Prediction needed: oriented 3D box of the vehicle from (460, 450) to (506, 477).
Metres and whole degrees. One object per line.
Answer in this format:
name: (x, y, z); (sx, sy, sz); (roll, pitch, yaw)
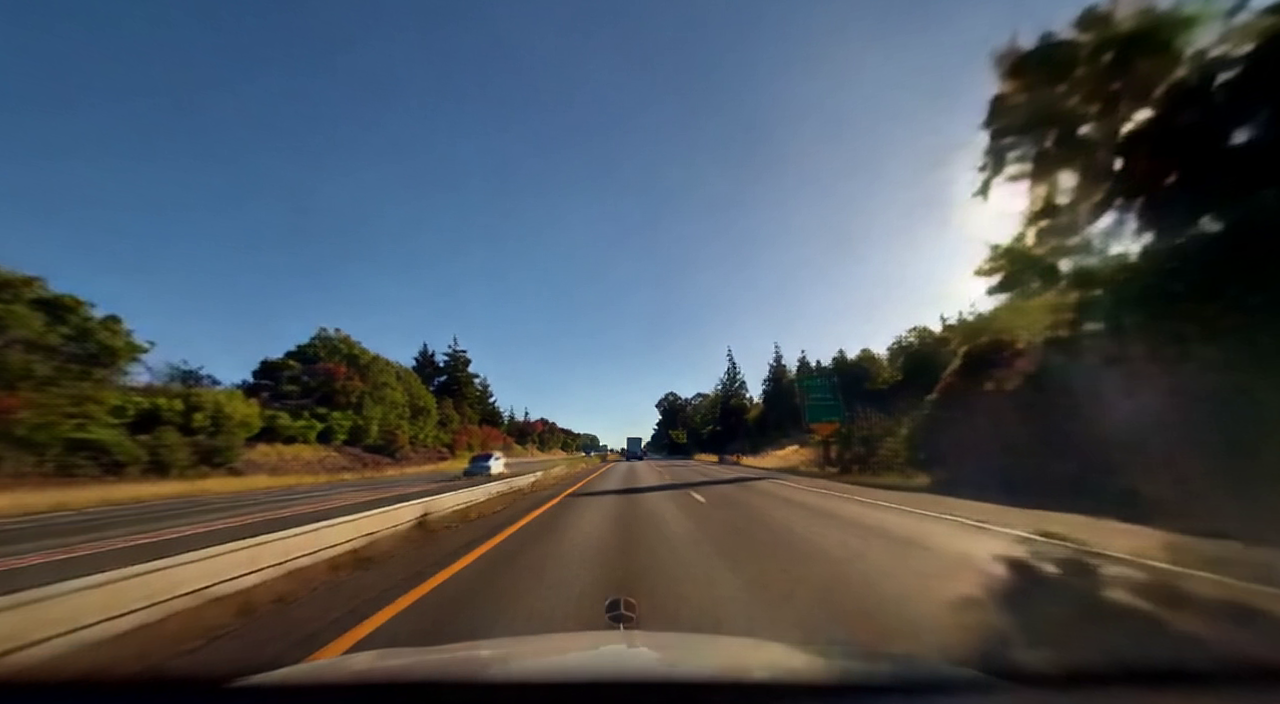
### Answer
vehicle: (-9.684, 6.886, 38.935); (1.832, 1.511, 3.979); (0, -9, 0)
